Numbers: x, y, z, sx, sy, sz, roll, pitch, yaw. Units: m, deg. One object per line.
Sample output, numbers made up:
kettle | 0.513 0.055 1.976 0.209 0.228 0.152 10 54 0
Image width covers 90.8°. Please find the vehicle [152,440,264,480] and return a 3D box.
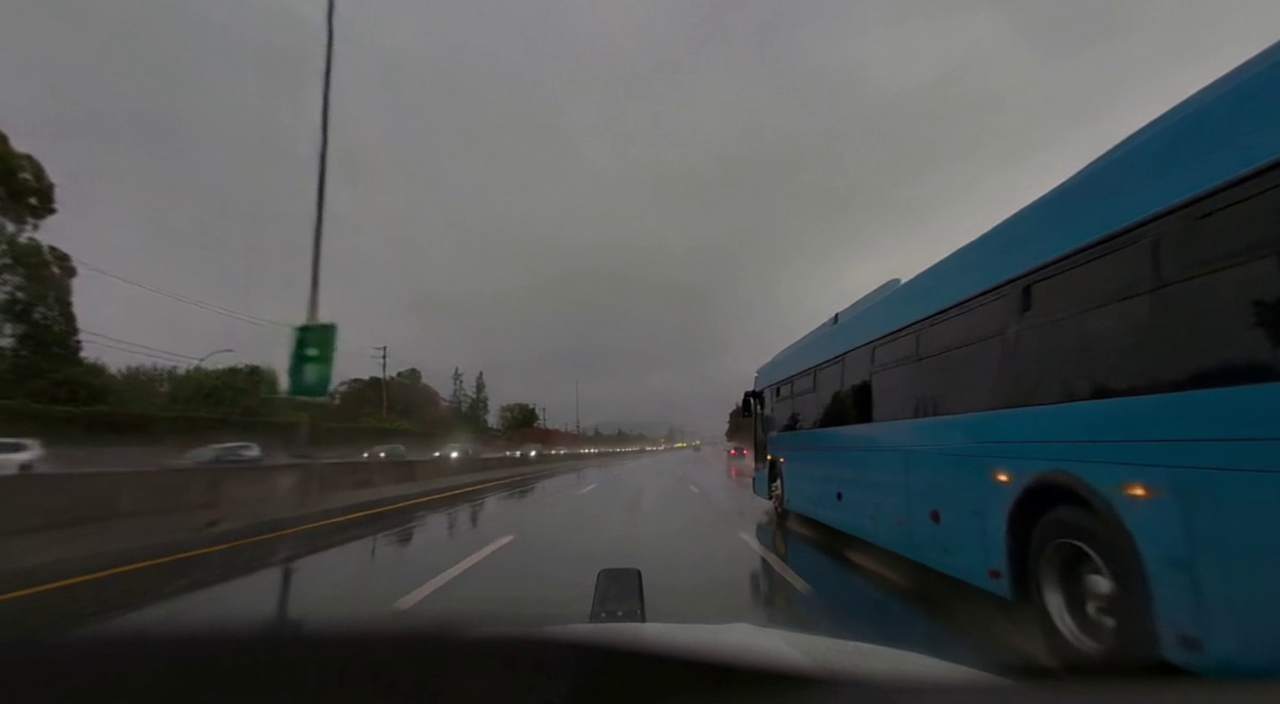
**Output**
vehicle | -21.043 5.263 31.074 2.080 1.759 4.643 0 -9 2

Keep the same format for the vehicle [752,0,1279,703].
vehicle | 4.137 0.637 7.410 3.144 3.580 14.591 0 -9 1
